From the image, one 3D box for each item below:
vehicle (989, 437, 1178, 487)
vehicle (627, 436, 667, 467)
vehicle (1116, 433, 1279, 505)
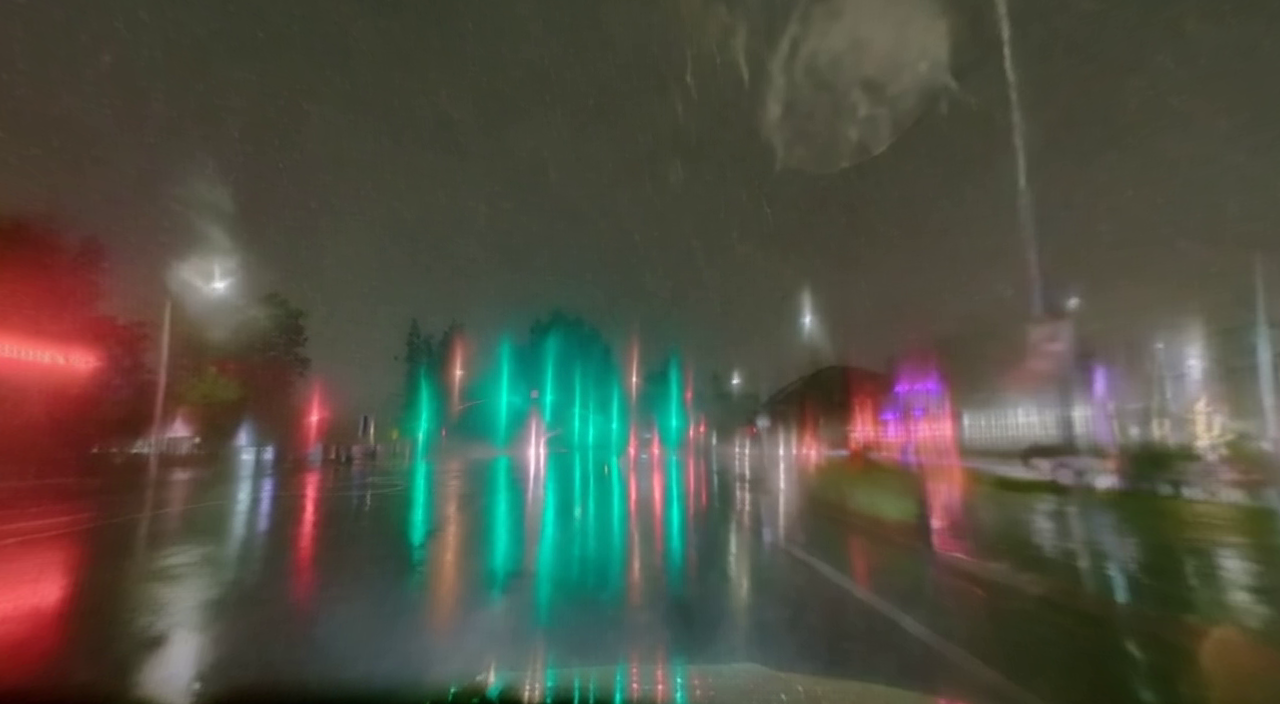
[{"bbox_3d":[13.836,3.434,19.876,4.602,1.461,1.899,1,-8,-5],"label":"vehicle"},{"bbox_3d":[0.374,5.866,37.334,2.230,1.683,4.204,0,-8,0],"label":"vehicle"},{"bbox_3d":[13.883,2.613,14.425,4.395,1.497,1.975,0,-7,1],"label":"vehicle"}]
